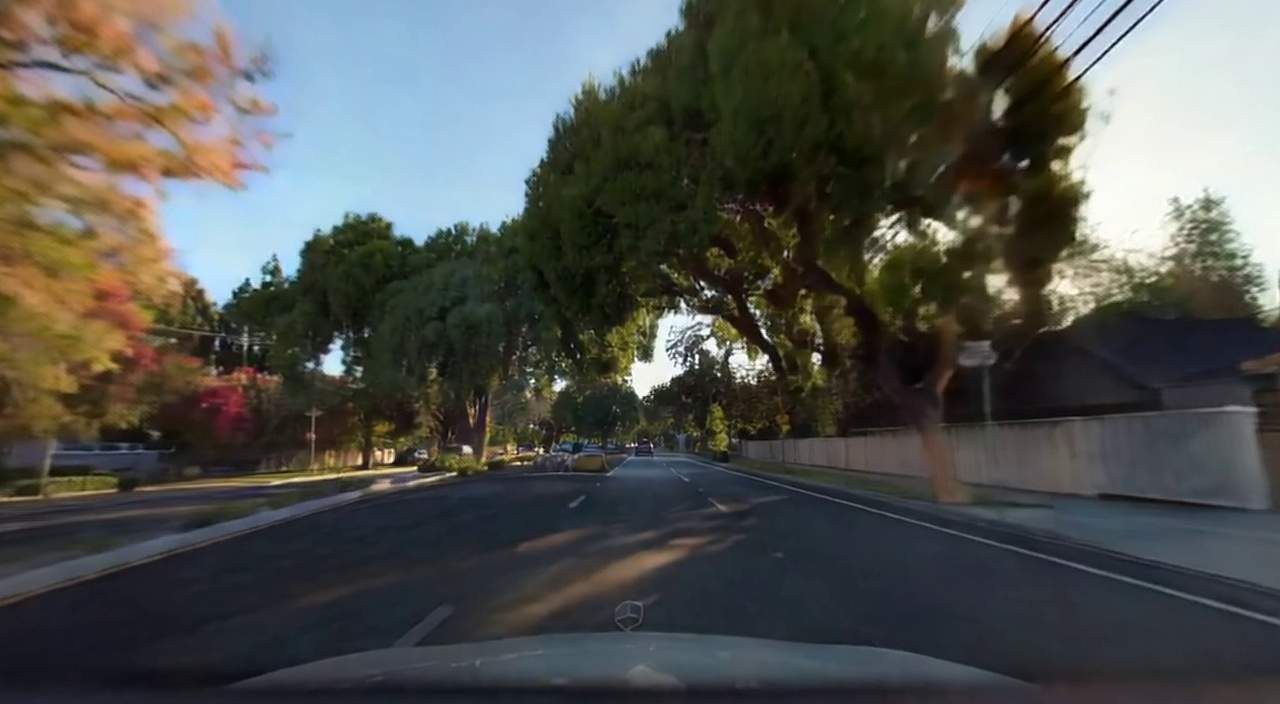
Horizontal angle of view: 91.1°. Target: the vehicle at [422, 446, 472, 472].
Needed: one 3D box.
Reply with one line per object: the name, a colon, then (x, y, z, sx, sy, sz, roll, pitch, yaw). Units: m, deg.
vehicle: (-12.935, 7.172, 42.310, 1.904, 1.622, 4.348, 0, -8, 2)
